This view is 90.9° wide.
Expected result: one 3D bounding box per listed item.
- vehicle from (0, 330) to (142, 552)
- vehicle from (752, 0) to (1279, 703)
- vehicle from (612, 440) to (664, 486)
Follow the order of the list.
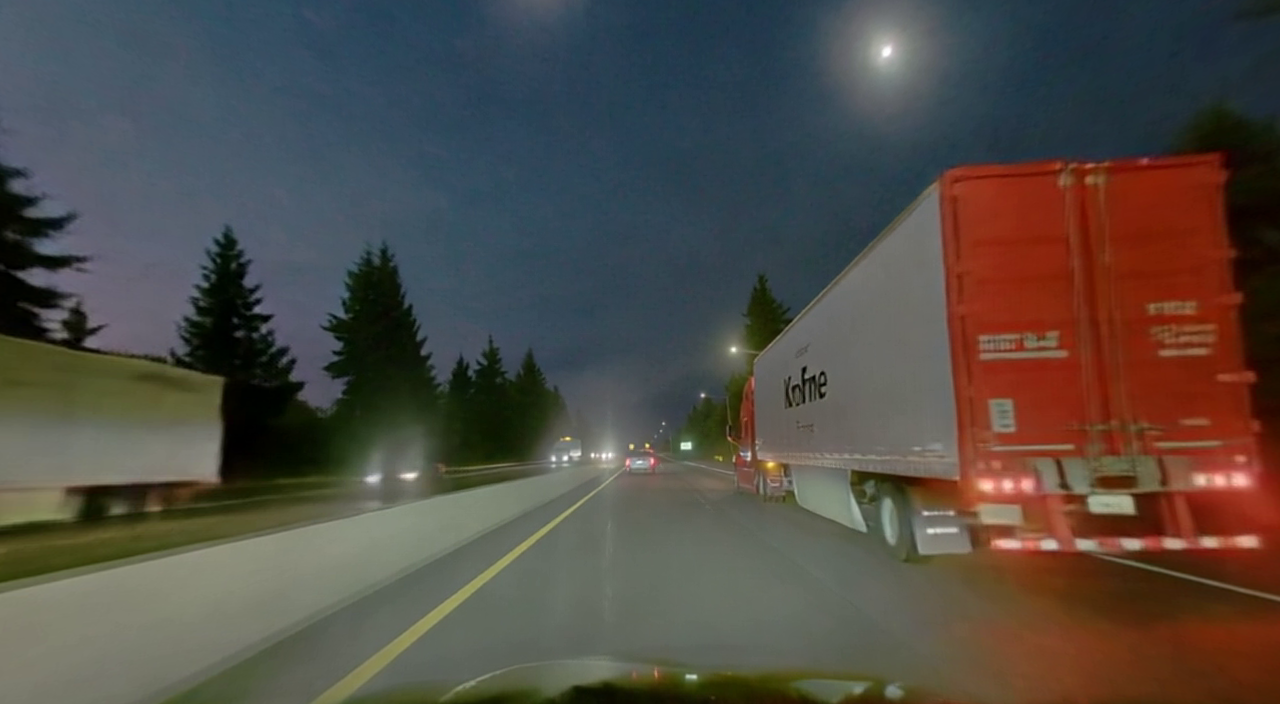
[{"bbox_3d":[-13.386,1.036,7.816,3.256,4.016,13.586,0,-9,0],"label":"vehicle"},{"bbox_3d":[4.367,0.794,9.400,3.030,3.985,12.707,0,-9,0],"label":"vehicle"},{"bbox_3d":[-0.090,4.874,27.850,2.105,1.865,4.102,0,-9,0],"label":"vehicle"}]
